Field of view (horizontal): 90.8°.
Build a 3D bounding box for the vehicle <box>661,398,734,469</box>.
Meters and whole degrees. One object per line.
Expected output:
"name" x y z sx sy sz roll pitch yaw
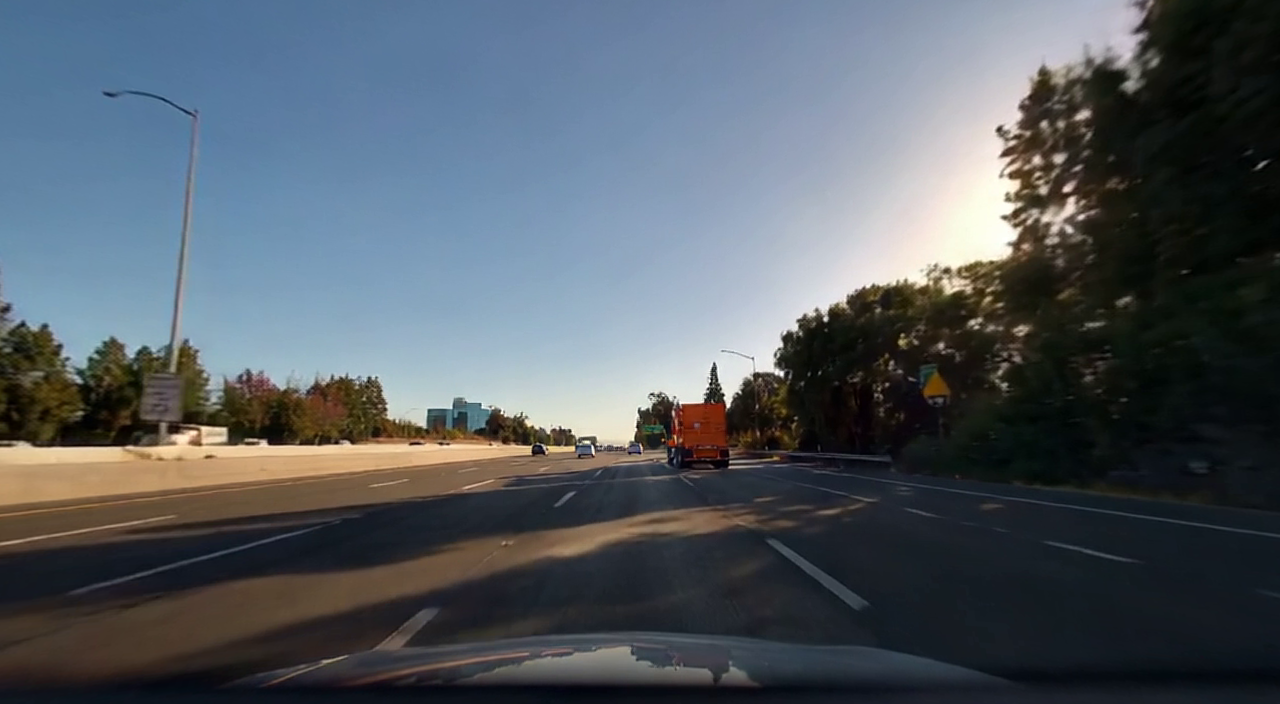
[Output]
"vehicle" 3.094 4.938 37.533 2.966 3.586 10.563 0 -9 -2
